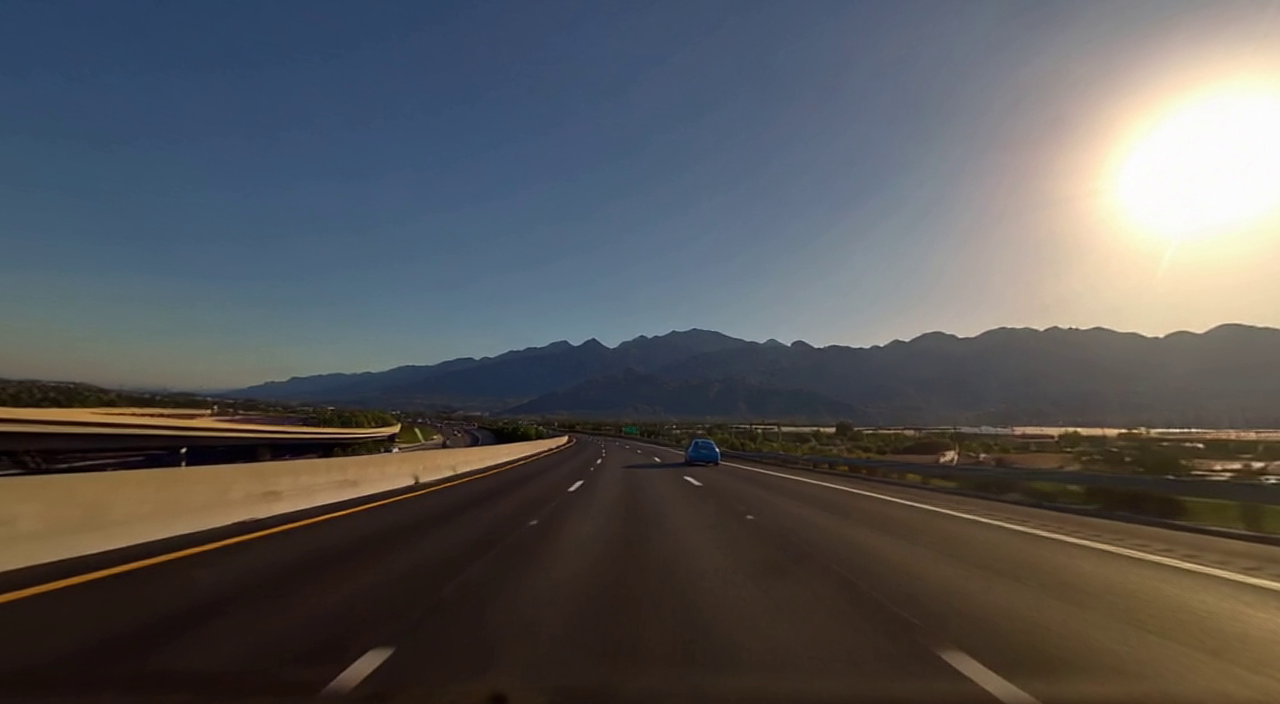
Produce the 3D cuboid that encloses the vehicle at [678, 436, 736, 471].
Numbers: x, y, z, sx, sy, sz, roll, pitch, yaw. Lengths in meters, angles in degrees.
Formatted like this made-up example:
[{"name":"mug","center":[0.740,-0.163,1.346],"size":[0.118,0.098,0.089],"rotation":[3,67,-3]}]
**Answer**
[{"name":"vehicle","center":[2.906,4.543,28.367],"size":[1.985,1.440,4.466],"rotation":[0,-8,-2]}]
